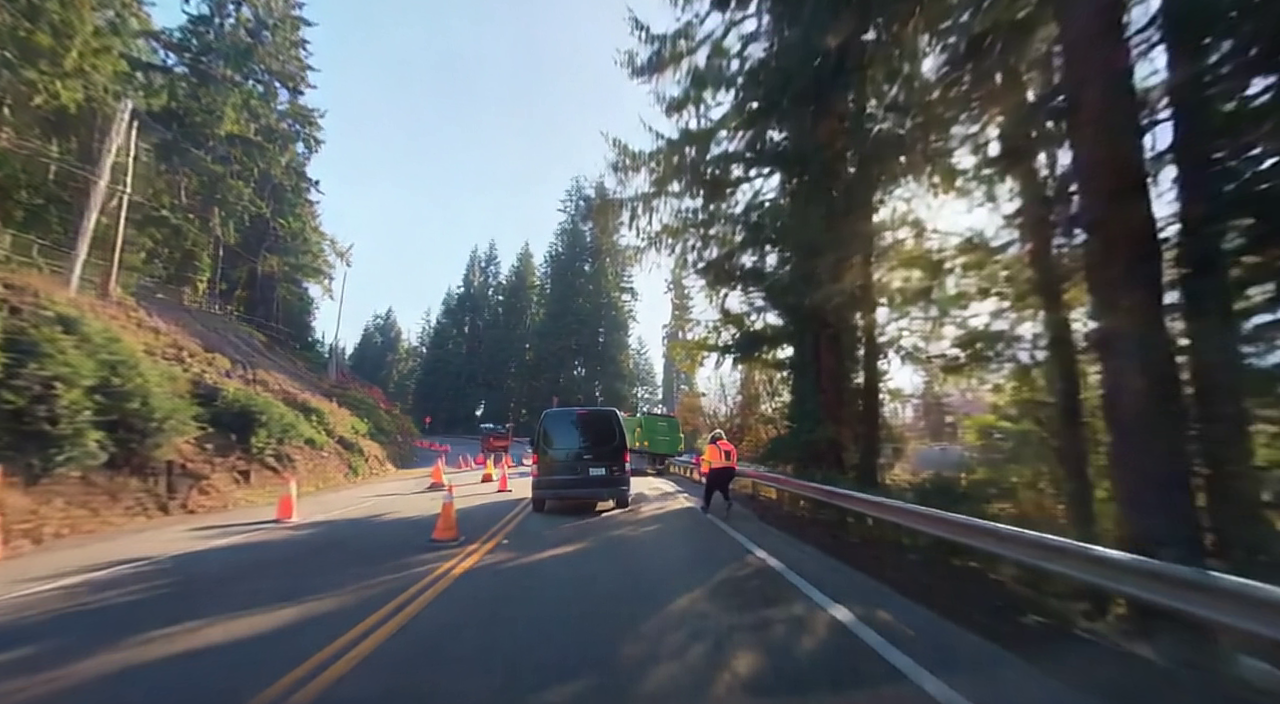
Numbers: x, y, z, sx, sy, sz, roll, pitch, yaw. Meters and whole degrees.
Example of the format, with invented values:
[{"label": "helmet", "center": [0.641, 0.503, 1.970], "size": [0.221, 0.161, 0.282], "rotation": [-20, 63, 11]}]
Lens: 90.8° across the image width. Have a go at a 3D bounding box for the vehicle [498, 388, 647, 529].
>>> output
[{"label": "vehicle", "center": [-1.176, 2.066, 12.586], "size": [2.362, 2.223, 4.892], "rotation": [0, -9, -3]}]
